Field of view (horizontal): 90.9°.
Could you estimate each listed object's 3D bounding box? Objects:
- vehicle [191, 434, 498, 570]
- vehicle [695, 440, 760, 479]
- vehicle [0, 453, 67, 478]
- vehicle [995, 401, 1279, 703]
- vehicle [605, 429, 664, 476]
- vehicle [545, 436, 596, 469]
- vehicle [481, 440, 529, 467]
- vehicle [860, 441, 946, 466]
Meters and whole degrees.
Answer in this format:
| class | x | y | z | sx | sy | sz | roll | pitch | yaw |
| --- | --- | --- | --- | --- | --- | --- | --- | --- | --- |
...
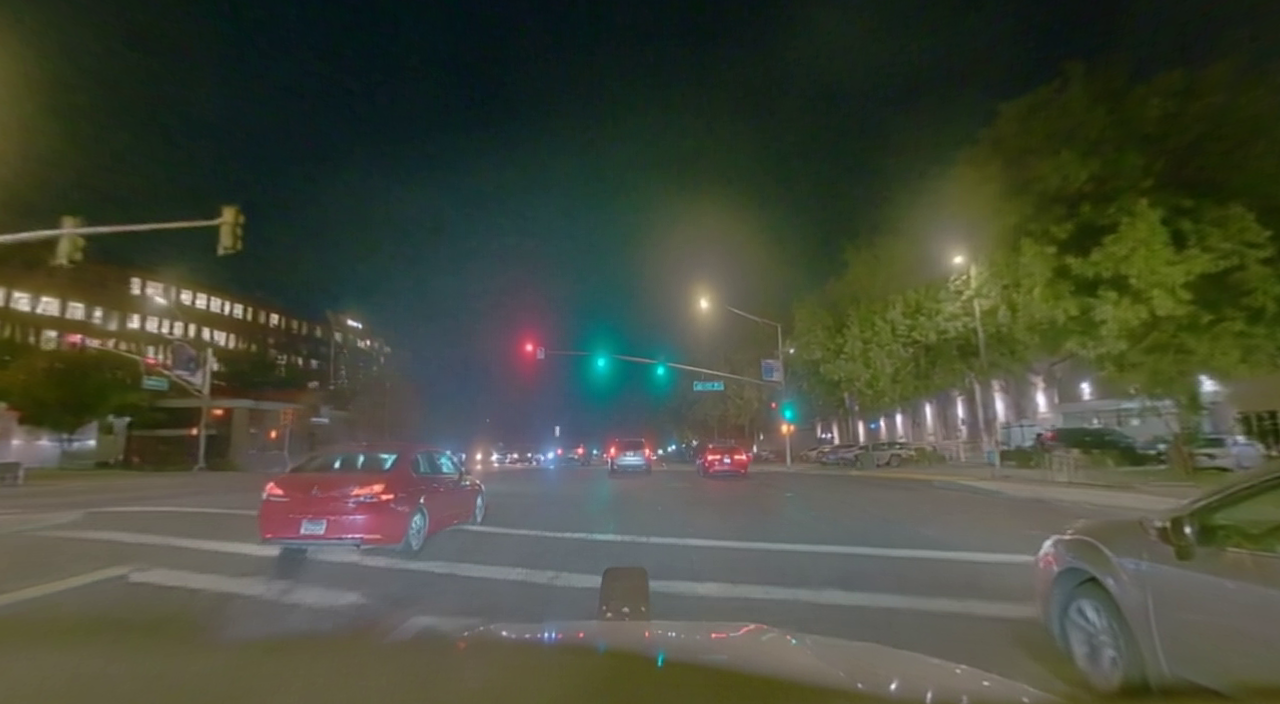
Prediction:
| class | x | y | z | sx | sy | sz | roll | pitch | yaw |
| --- | --- | --- | --- | --- | --- | --- | --- | --- | --- |
| vehicle | -3.482 | 1.826 | 8.467 | 2.115 | 1.369 | 3.908 | 0 | -8 | 2 |
| vehicle | 3.493 | 4.379 | 26.009 | 2.058 | 1.472 | 4.317 | 0 | -8 | 0 |
| vehicle | -39.832 | 7.228 | 40.124 | 4.458 | 1.494 | 1.849 | 2 | -9 | -14 |
| vehicle | 3.179 | 0.829 | 1.562 | 2.052 | 1.475 | 4.540 | 0 | -8 | 2 |
| vehicle | -0.215 | 4.394 | 27.813 | 2.361 | 1.898 | 4.465 | 0 | -8 | 0 |
| vehicle | -3.576 | 5.252 | 33.140 | 2.130 | 1.645 | 3.995 | 0 | -8 | 1 |
| vehicle | -8.749 | 6.601 | 41.285 | 2.059 | 1.559 | 4.709 | -4 | -8 | 1 |
| vehicle | 16.172 | 6.279 | 38.951 | 4.407 | 1.492 | 1.930 | 0 | -8 | 2 |
